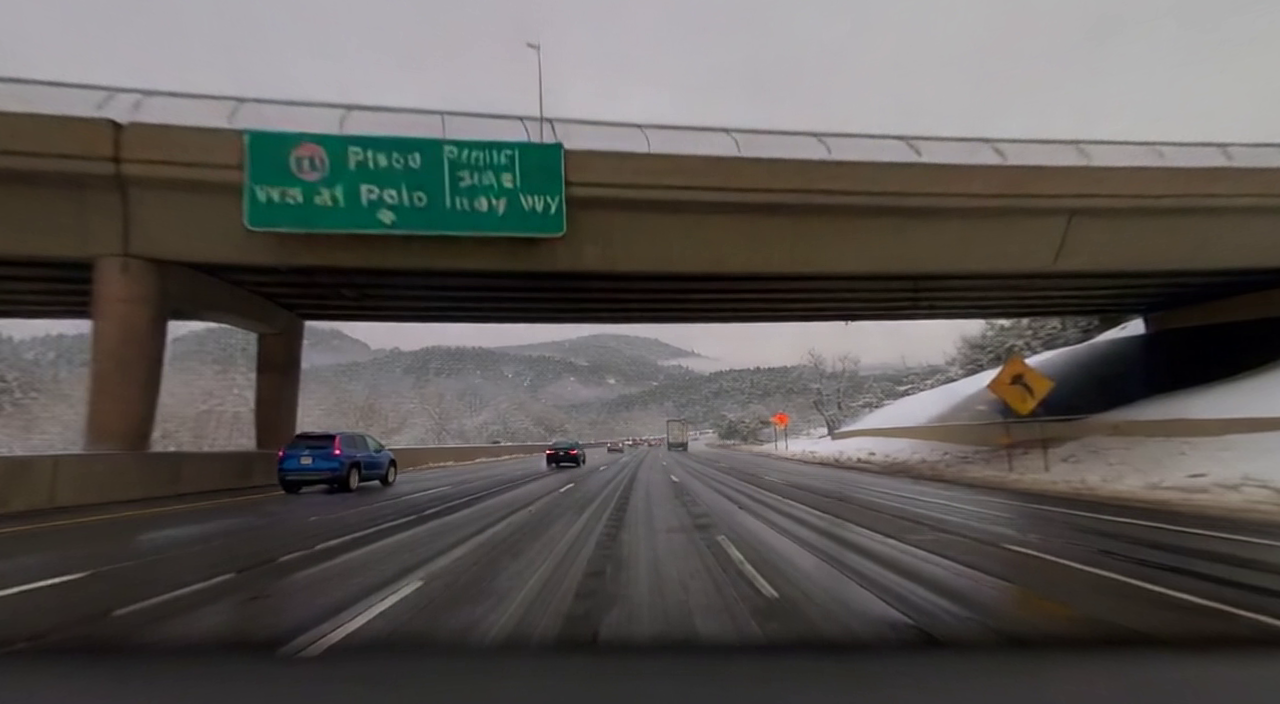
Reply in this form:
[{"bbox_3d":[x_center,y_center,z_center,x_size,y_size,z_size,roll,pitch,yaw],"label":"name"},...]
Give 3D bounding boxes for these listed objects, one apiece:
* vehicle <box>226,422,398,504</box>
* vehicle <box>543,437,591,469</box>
[{"bbox_3d":[-7.646,2.619,15.282,1.860,1.694,4.173,0,-9,0],"label":"vehicle"},{"bbox_3d":[-3.668,5.182,32.468,1.925,1.509,4.363,0,-9,1],"label":"vehicle"}]
